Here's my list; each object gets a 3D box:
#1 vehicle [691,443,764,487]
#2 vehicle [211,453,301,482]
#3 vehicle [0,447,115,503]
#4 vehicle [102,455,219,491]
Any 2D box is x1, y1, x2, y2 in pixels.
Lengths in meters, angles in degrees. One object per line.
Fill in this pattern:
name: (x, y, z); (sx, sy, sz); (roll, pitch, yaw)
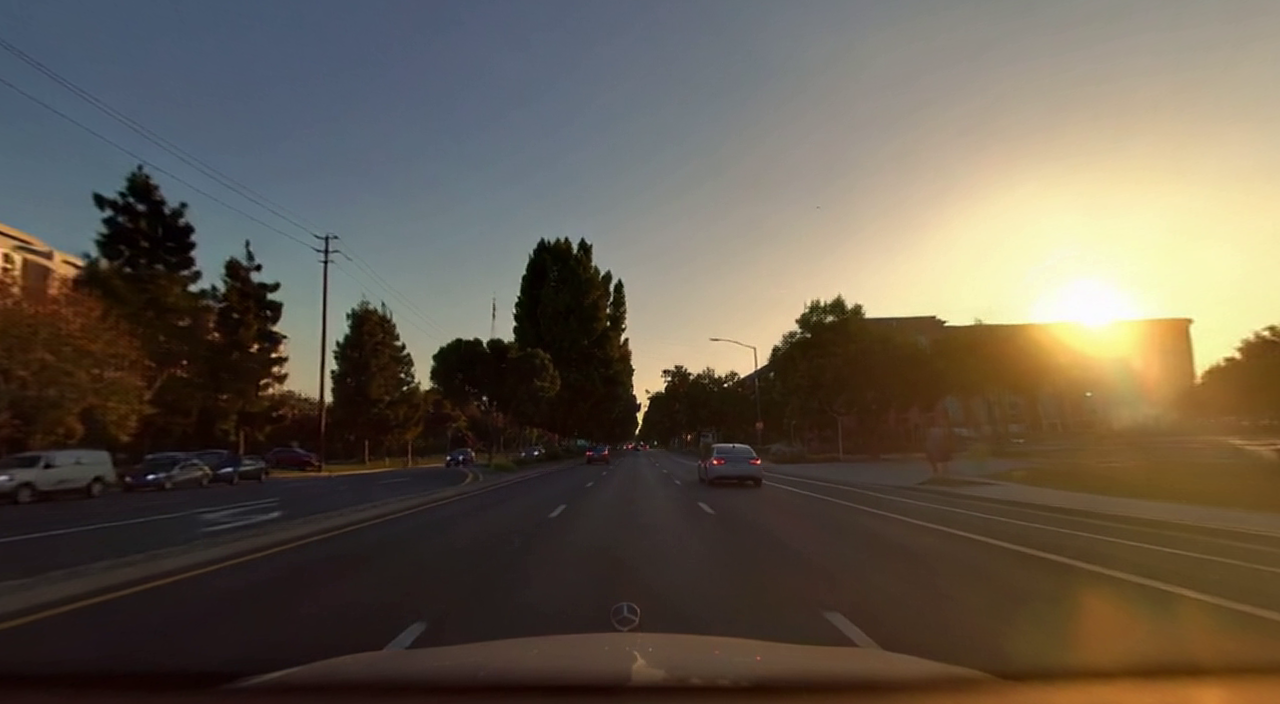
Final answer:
vehicle: (3.099, 4.111, 23.270); (1.966, 1.449, 4.290); (0, -9, -1)
vehicle: (-22.395, 6.724, 37.099); (2.098, 1.510, 5.072); (-1, -9, 0)
vehicle: (-22.347, 4.418, 23.141); (2.139, 1.833, 4.686); (0, -9, 0)
vehicle: (-22.388, 5.637, 29.788); (1.865, 1.507, 4.631); (-1, -9, 0)
